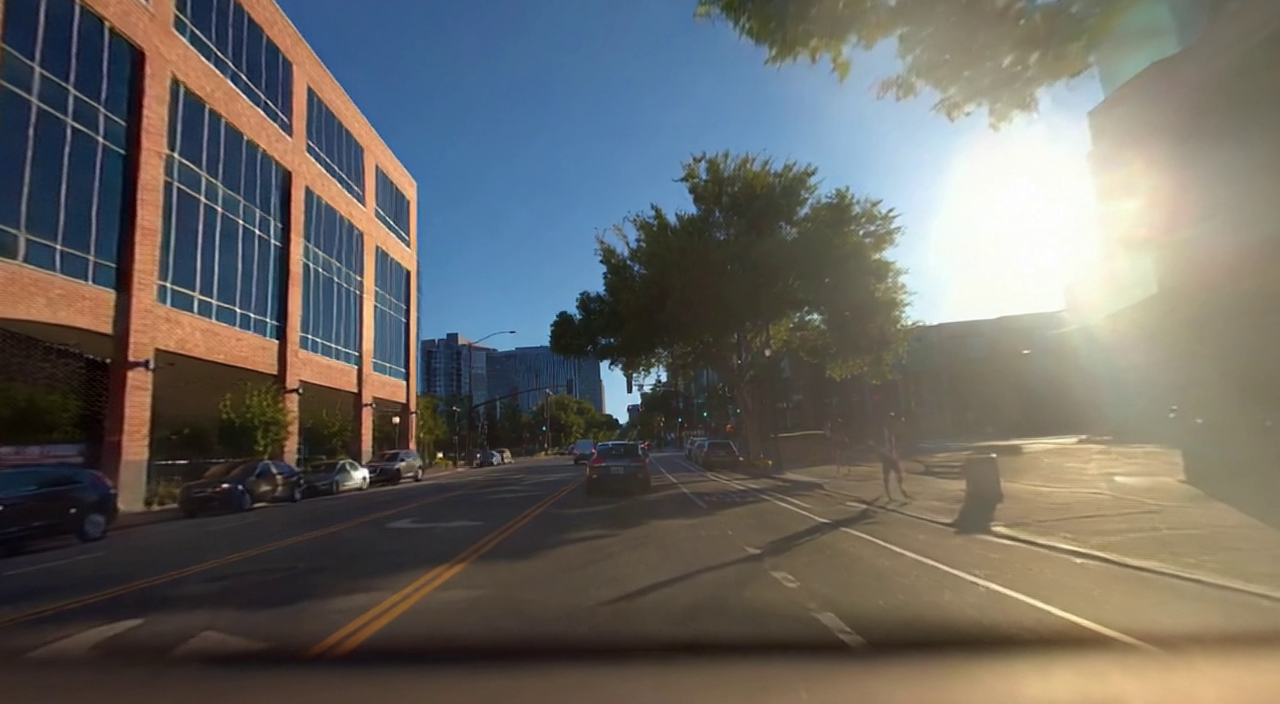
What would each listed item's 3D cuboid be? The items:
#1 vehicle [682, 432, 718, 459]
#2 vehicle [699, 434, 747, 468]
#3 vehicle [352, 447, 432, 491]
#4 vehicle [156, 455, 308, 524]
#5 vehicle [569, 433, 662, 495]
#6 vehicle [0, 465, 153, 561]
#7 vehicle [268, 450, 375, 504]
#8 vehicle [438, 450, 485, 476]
[{"bbox_3d":[4.396,6.948,46.981,1.972,1.822,4.889,-3,-8,-1],"label":"vehicle"},{"bbox_3d":[4.381,5.318,34.116,1.924,1.645,4.528,-1,-8,0],"label":"vehicle"},{"bbox_3d":[-12.037,5.674,31.025,2.090,1.784,4.832,-4,-8,-2],"label":"vehicle"},{"bbox_3d":[-12.087,4.034,19.068,1.976,1.577,4.091,-6,-8,-1],"label":"vehicle"},{"bbox_3d":[-0.609,3.037,17.441,2.269,1.479,3.980,0,-8,0],"label":"vehicle"},{"bbox_3d":[-11.790,2.923,11.495,1.991,1.507,4.879,-2,-8,0],"label":"vehicle"},{"bbox_3d":[-12.235,4.785,24.641,1.945,1.712,4.648,-3,-8,-2],"label":"vehicle"},{"bbox_3d":[-12.330,7.638,43.869,1.968,1.469,4.523,-3,-8,-1],"label":"vehicle"}]
